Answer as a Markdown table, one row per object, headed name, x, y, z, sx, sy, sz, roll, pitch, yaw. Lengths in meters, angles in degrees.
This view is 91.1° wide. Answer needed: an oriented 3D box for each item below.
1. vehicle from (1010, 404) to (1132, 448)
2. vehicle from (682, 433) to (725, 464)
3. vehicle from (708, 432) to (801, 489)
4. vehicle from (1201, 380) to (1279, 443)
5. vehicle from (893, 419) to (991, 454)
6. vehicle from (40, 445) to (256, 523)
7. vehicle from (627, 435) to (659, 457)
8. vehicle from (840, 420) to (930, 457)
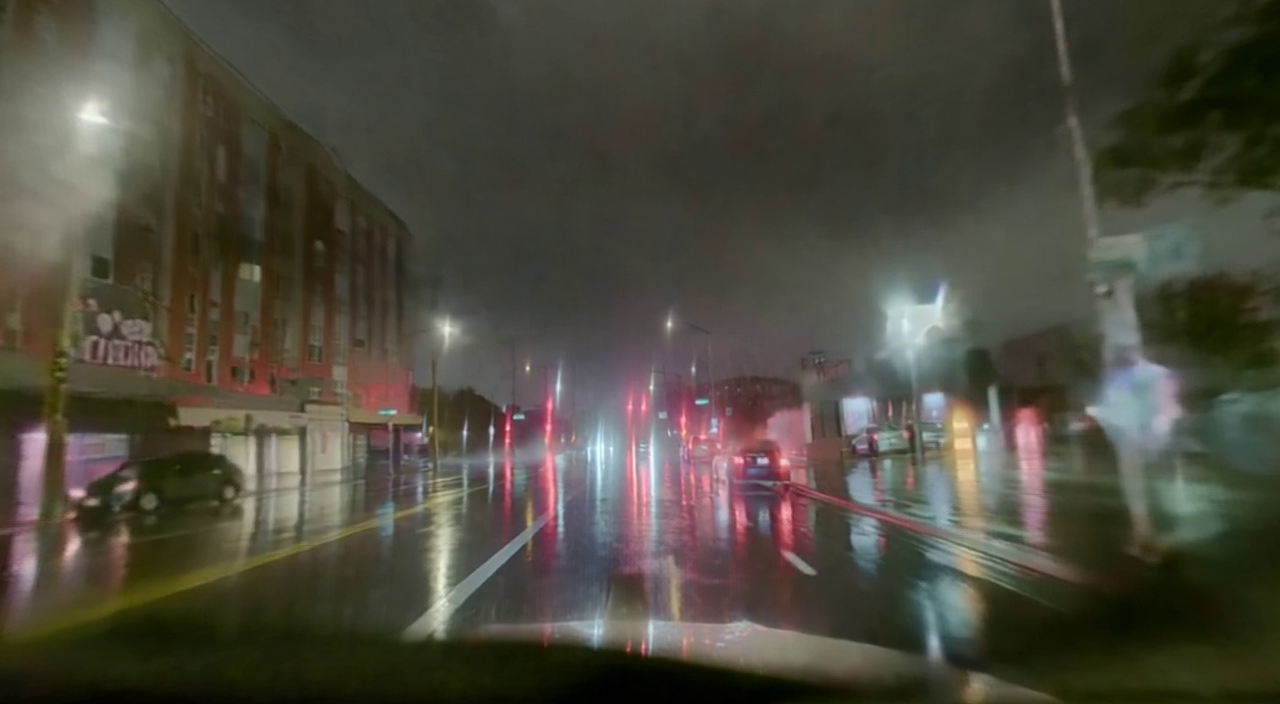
| name | x | y | z | sx | sy | sz | roll | pitch | yaw |
| --- | --- | --- | --- | --- | --- | --- | --- | --- | --- |
| vehicle | 18.282 | 3.210 | 26.944 | 2.002 | 1.731 | 4.413 | 0 | -8 | -1 |
| vehicle | 3.632 | 5.609 | 36.652 | 1.938 | 1.714 | 4.402 | 0 | -8 | -1 |
| vehicle | 3.333 | 3.243 | 19.154 | 2.062 | 1.535 | 4.206 | 0 | -8 | 0 |
| vehicle | 22.974 | 2.273 | 23.060 | 2.086 | 2.078 | 5.513 | -4 | -9 | 27 |
| vehicle | 13.359 | 3.790 | 28.163 | 1.819 | 1.450 | 4.707 | 0 | -8 | -3 |
| vehicle | -15.230 | 4.028 | 20.055 | 2.048 | 1.814 | 5.998 | -7 | -8 | 1 |
| vehicle | 0.217 | 6.651 | 44.623 | 2.153 | 1.505 | 4.452 | 0 | -8 | 0 |
| vehicle | 10.974 | 3.947 | 28.567 | 1.956 | 1.514 | 4.862 | 0 | -8 | -2 |
